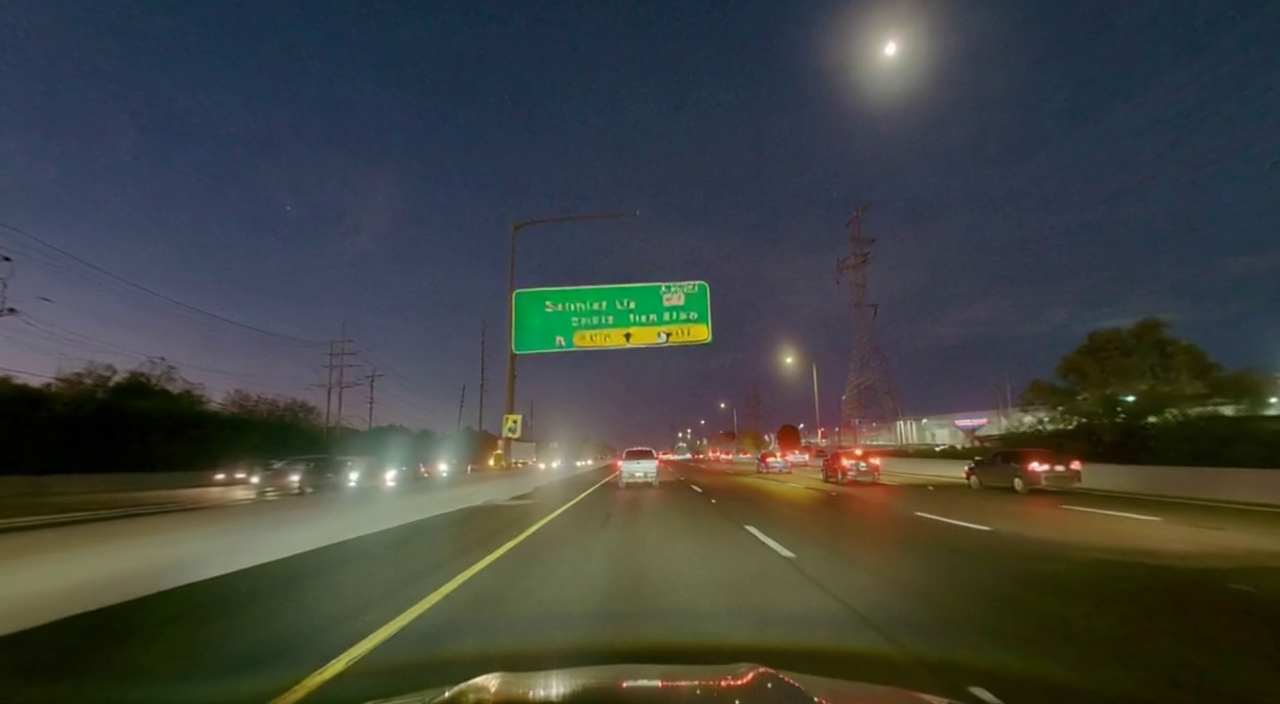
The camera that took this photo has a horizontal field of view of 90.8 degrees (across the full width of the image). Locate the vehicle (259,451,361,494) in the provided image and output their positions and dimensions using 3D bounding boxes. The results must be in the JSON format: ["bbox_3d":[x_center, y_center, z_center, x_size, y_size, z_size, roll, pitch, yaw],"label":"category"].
[{"bbox_3d":[-14.672,5.360,28.457,2.032,1.721,4.683,0,-9,1],"label":"vehicle"}]

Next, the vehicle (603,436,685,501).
[{"bbox_3d":[0.110,3.593,19.908,2.298,1.809,4.359,0,-9,0],"label":"vehicle"}]

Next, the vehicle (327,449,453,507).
[{"bbox_3d":[-7.615,3.840,19.798,2.004,1.596,4.520,0,-9,1],"label":"vehicle"}]

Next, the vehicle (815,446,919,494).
[{"bbox_3d":[7.580,3.953,21.593,1.958,1.473,4.201,0,-9,0],"label":"vehicle"}]

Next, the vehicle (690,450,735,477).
[{"bbox_3d":[4.202,6.535,37.338,2.115,1.481,3.968,0,-9,-1],"label":"vehicle"}]

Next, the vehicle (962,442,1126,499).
[{"bbox_3d":[11.819,3.457,18.929,1.901,1.485,4.483,0,-9,0],"label":"vehicle"}]

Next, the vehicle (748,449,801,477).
[{"bbox_3d":[7.516,6.221,35.648,1.934,1.461,4.368,0,-9,-1],"label":"vehicle"}]

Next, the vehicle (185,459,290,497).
[{"bbox_3d":[-17.663,5.512,28.001,1.752,1.449,4.321,0,-9,0],"label":"vehicle"}]
